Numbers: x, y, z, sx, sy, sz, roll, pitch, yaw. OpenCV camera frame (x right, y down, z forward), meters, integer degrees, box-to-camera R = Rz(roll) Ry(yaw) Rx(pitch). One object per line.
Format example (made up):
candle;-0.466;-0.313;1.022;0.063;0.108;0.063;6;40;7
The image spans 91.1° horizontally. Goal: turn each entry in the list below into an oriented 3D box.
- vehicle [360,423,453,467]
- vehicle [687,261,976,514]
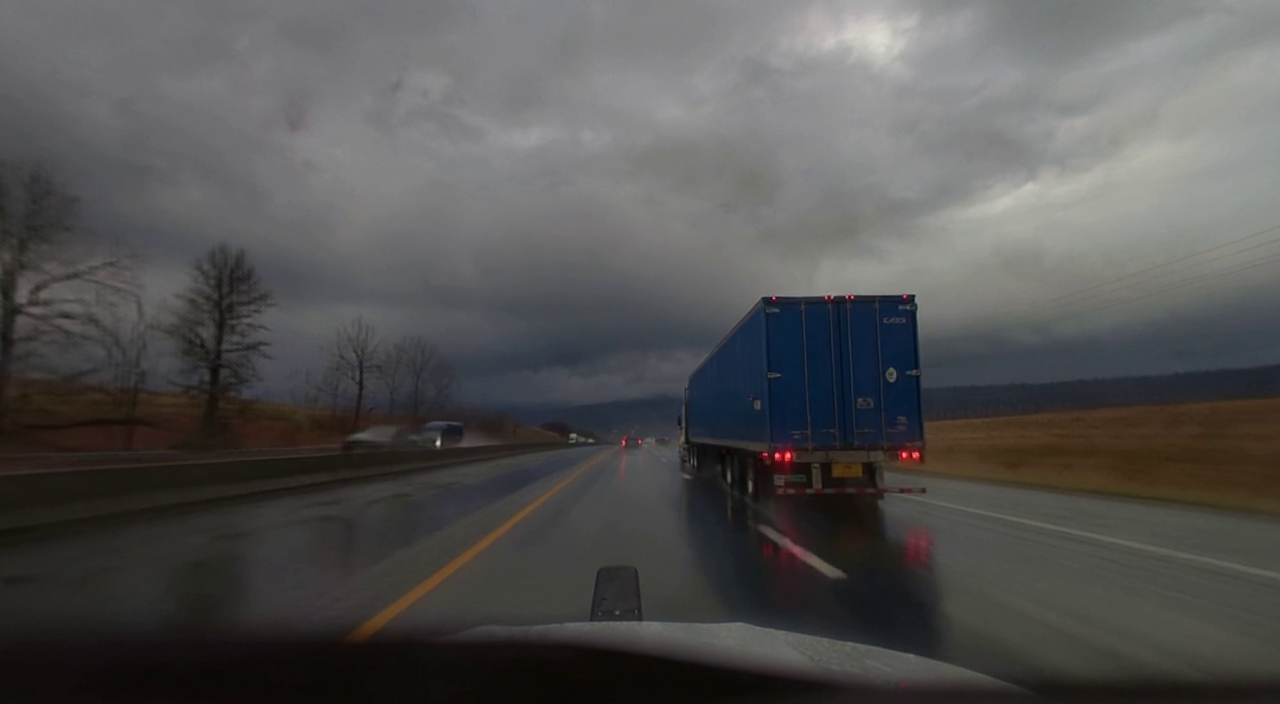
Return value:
vehicle;-9.030;3.641;24.760;2.000;1.550;4.473;0;-8;-1
vehicle;3.821;1.691;19.107;3.203;4.273;17.131;0;-8;-1
